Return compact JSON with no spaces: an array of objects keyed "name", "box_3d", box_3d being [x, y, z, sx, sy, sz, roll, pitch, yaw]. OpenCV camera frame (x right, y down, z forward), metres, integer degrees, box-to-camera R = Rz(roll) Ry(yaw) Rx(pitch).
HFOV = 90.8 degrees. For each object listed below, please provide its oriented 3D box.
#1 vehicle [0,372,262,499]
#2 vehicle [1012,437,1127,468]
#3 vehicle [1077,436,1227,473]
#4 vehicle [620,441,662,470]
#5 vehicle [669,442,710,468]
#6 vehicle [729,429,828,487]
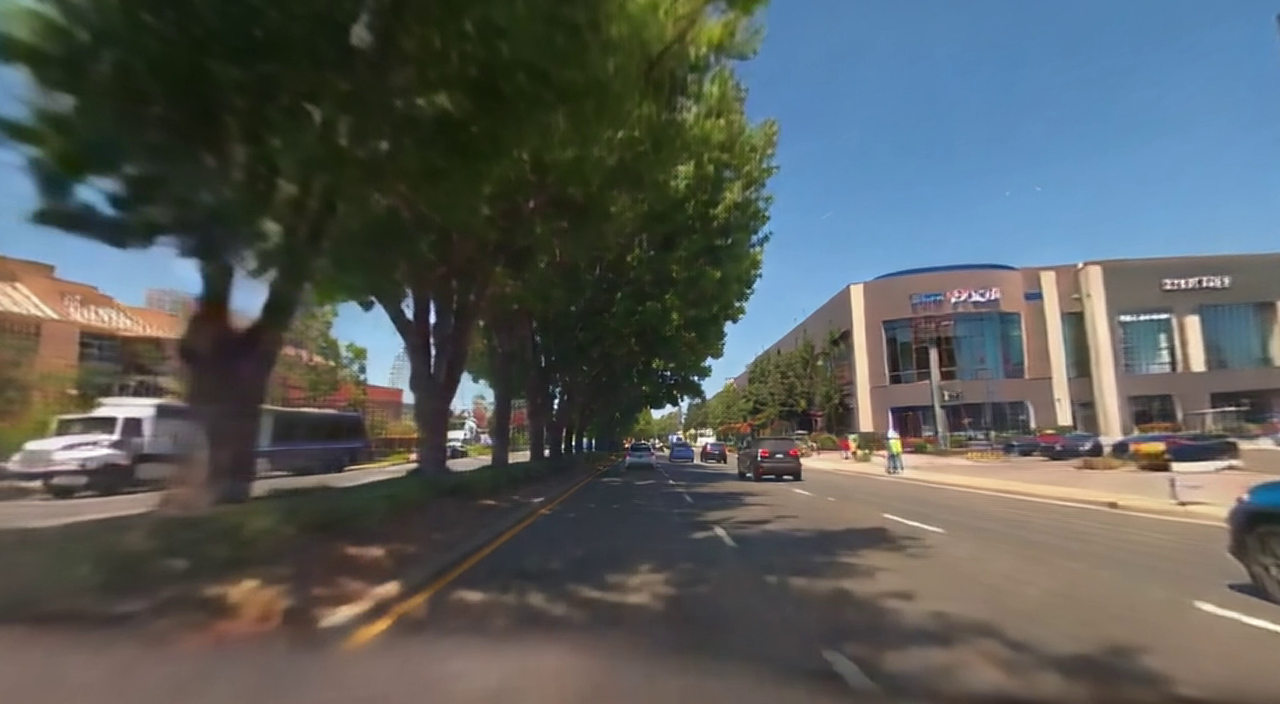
[{"name":"vehicle","box_3d":[-19.131,3.304,24.561,2.999,4.017,8.806,-1,-8,2]},{"name":"vehicle","box_3d":[20.781,4.862,30.674,4.176,1.386,1.865,0,-8,-1]},{"name":"vehicle","box_3d":[20.346,4.068,25.250,4.342,1.388,1.946,0,-8,-2]},{"name":"vehicle","box_3d":[0.032,5.467,33.454,2.056,1.440,3.798,0,-8,-1]},{"name":"vehicle","box_3d":[2.776,5.869,36.081,1.970,1.402,3.756,0,-8,-1]},{"name":"vehicle","box_3d":[4.734,3.698,22.401,2.140,1.811,4.593,0,-8,-4]}]
